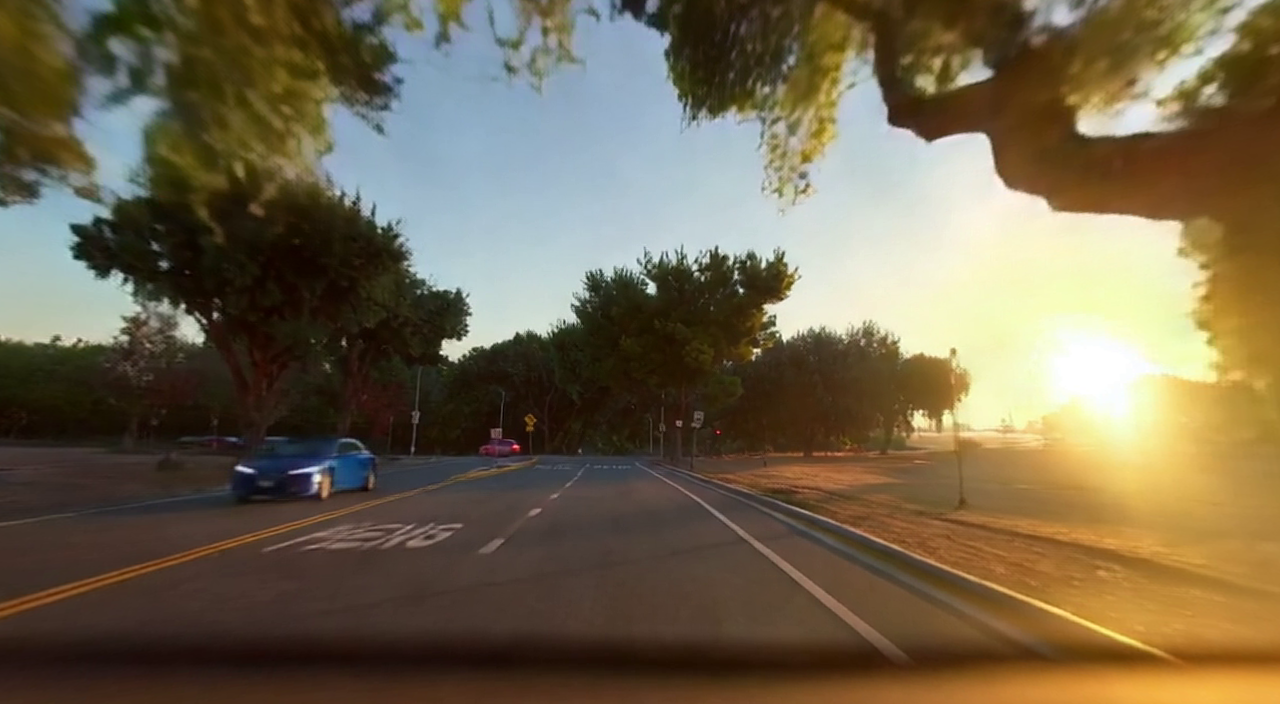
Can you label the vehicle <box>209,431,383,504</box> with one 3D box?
[{"bbox_3d":[-8.577,2.919,16.307,2.129,1.590,4.616,1,-9,-4],"label":"vehicle"}]
